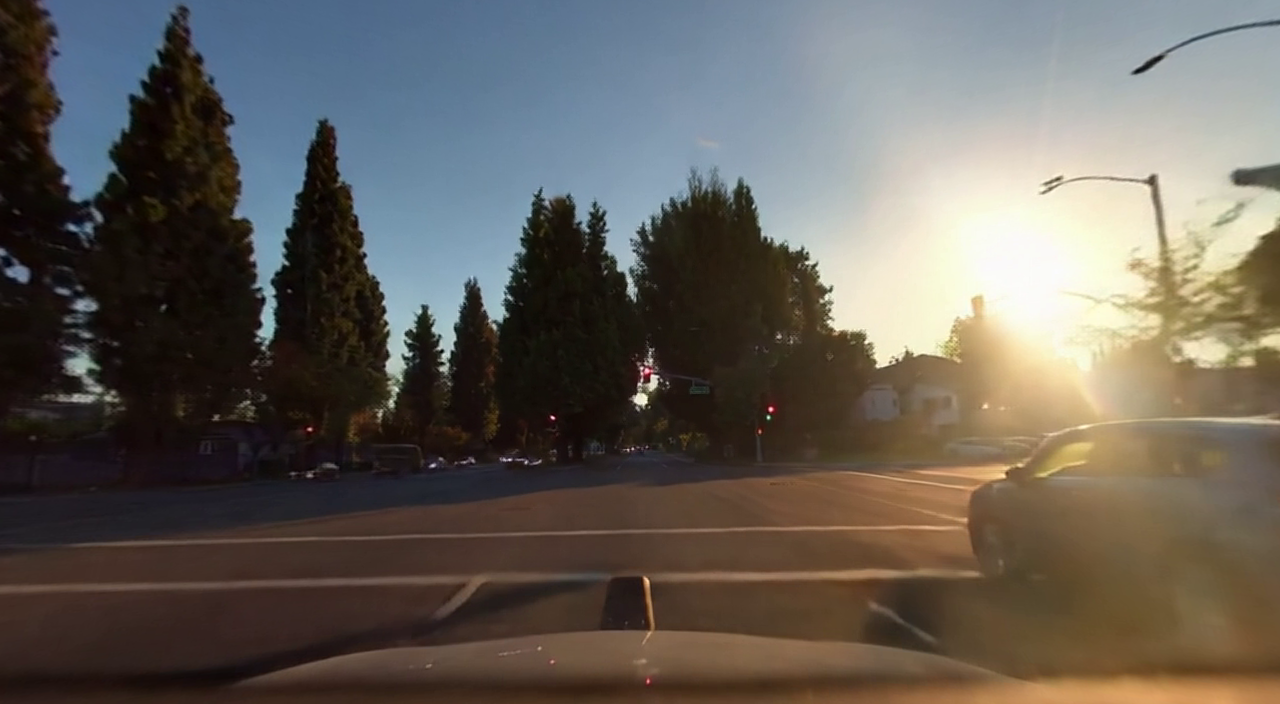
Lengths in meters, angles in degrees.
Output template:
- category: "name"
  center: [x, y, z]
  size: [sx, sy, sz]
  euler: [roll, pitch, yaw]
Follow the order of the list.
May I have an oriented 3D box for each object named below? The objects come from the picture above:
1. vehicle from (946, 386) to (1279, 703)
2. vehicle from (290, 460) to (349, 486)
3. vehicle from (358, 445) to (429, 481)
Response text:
- category: "vehicle"
  center: [4.149, 1.202, 4.554]
  size: [2.018, 1.591, 3.564]
  euler: [0, -9, 0]
- category: "vehicle"
  center: [-20.696, 7.784, 40.893]
  size: [1.829, 1.531, 3.777]
  euler: [-1, -9, 0]
- category: "vehicle"
  center: [-13.932, 6.284, 35.941]
  size: [2.064, 1.860, 4.683]
  euler: [0, -9, 1]
